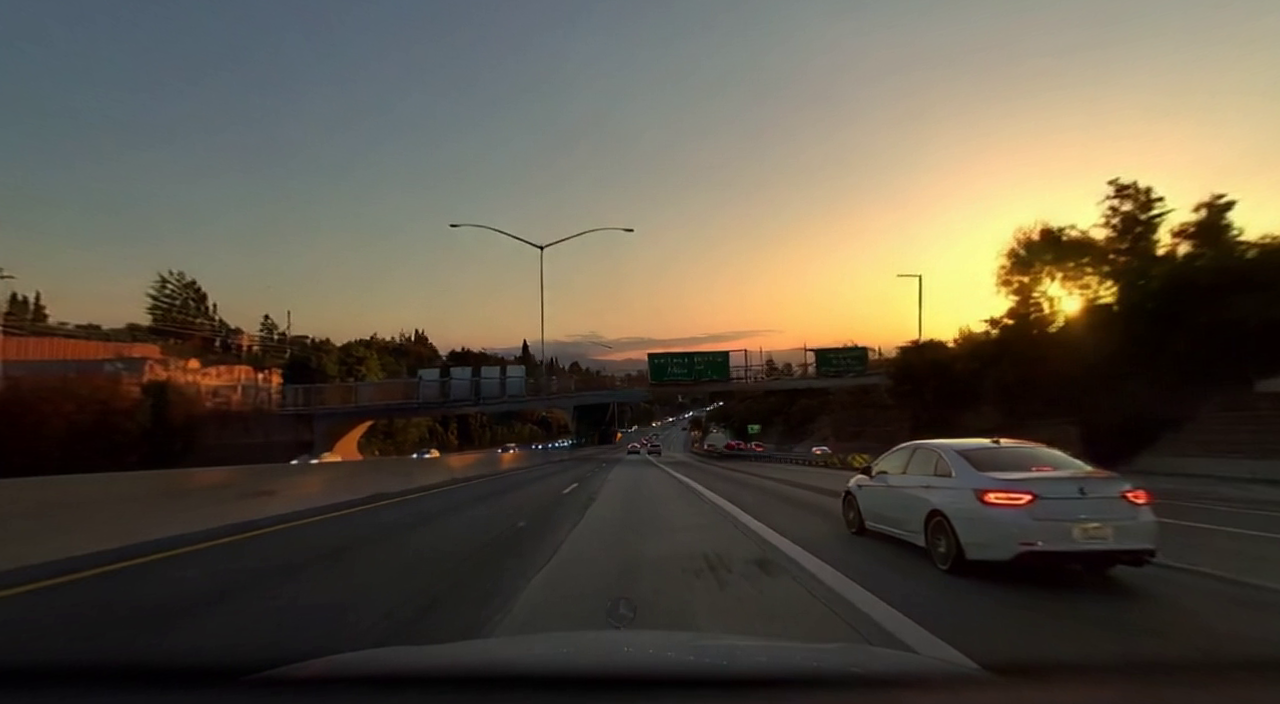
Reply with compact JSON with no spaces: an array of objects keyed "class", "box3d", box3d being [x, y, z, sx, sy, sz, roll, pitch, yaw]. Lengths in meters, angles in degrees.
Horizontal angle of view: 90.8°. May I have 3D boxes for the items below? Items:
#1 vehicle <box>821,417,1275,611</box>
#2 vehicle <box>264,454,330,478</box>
[{"class":"vehicle","box3d":[3.861,1.614,7.350,2.018,1.477,4.800,0,-9,-1]},{"class":"vehicle","box3d":[-21.832,7.251,40.409,1.793,1.404,4.288,1,-9,-1]}]
